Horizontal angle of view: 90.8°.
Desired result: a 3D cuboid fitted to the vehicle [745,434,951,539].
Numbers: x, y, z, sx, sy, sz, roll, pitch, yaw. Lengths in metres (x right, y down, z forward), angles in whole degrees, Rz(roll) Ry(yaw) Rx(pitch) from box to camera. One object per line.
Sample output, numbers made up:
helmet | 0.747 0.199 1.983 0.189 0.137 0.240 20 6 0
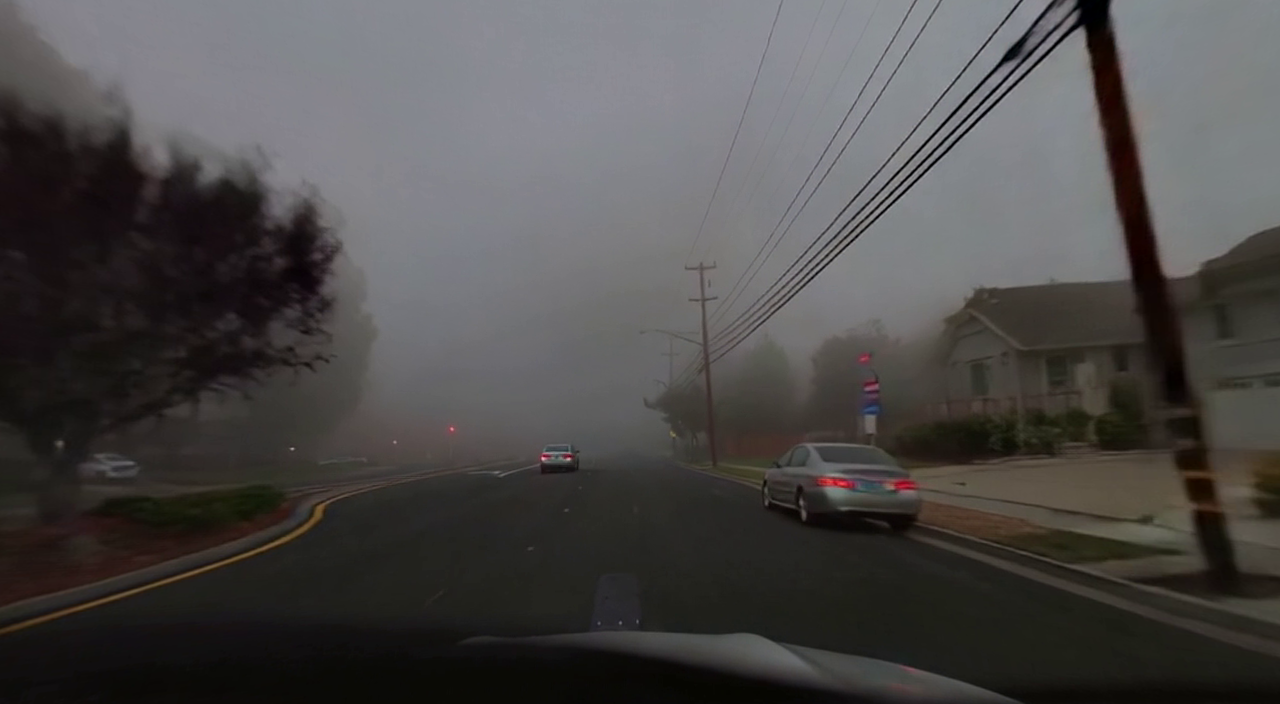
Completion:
vehicle | 3.328 2.240 11.288 2.074 1.450 4.621 0 -8 0

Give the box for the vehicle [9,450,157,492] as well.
vehicle | -25.910 5.515 29.576 4.661 1.800 2.045 1 -8 -12

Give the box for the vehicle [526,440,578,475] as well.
vehicle | -4.014 4.878 29.583 2.041 1.471 4.602 0 -8 -3
